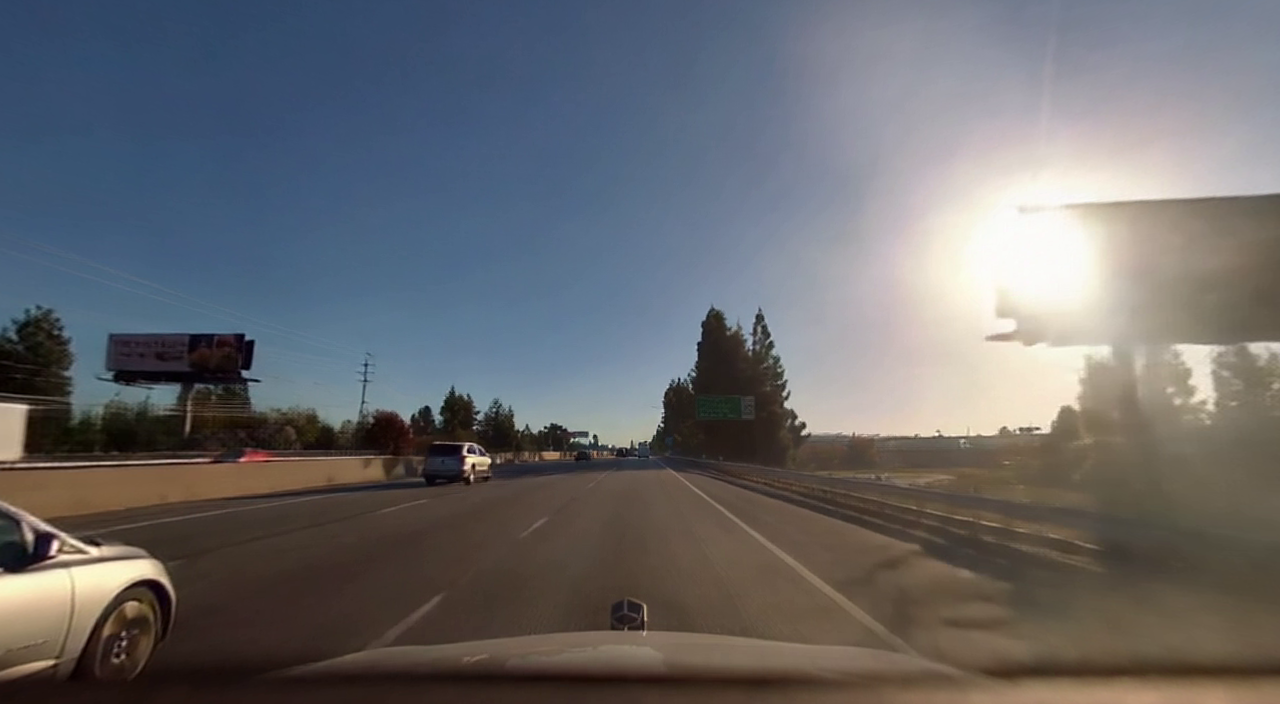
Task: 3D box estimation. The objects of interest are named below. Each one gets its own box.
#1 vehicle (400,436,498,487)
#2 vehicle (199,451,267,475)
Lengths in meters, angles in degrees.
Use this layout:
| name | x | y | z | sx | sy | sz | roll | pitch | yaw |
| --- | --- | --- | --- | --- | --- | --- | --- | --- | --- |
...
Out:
| name | x | y | z | sx | sy | sz | roll | pitch | yaw |
| --- | --- | --- | --- | --- | --- | --- | --- | --- | --- |
| vehicle | -6.973 | 4.061 | 23.597 | 2.055 | 1.683 | 4.804 | 0 | -9 | 1 |
| vehicle | -28.249 | 7.682 | 43.831 | 1.867 | 1.523 | 4.175 | 0 | -9 | 1 |
